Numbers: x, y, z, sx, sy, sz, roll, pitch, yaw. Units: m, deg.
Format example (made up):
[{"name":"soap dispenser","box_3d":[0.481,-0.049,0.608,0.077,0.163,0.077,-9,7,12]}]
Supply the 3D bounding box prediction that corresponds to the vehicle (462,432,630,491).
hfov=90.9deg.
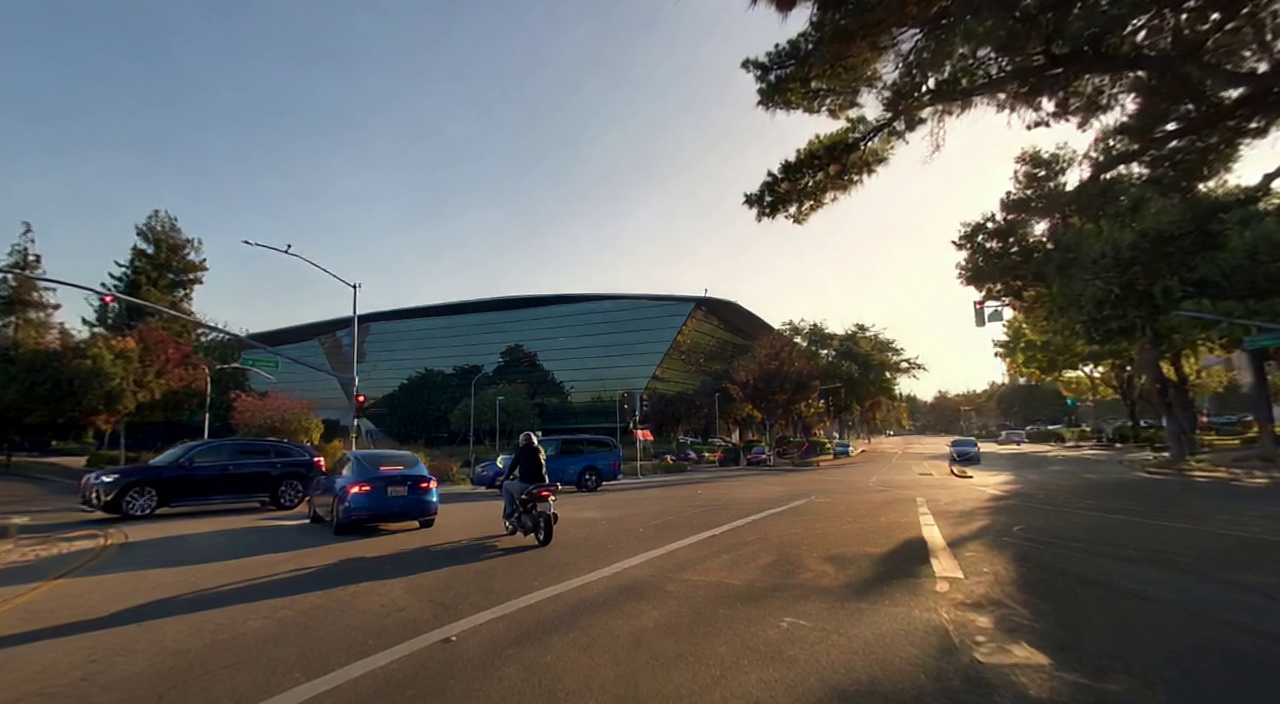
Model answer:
[{"name":"vehicle","box_3d":[-3.477,4.048,23.895,5.833,1.960,2.341,5,-10,-32]}]

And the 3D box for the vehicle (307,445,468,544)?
[{"name":"vehicle","box_3d":[-4.890,2.494,11.844,2.009,1.450,4.182,5,-10,-32]}]

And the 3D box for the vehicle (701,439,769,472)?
[{"name":"vehicle","box_3d":[5.242,5.586,34.338,2.084,1.656,4.583,-5,-9,30]}]

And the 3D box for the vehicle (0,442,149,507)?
[{"name":"vehicle","box_3d":[-17.189,3.485,18.208,4.380,1.727,2.052,-1,-8,4]}]

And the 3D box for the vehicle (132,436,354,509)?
[{"name":"vehicle","box_3d":[-10.518,3.199,17.046,4.583,1.755,1.936,0,-8,-5]}]
